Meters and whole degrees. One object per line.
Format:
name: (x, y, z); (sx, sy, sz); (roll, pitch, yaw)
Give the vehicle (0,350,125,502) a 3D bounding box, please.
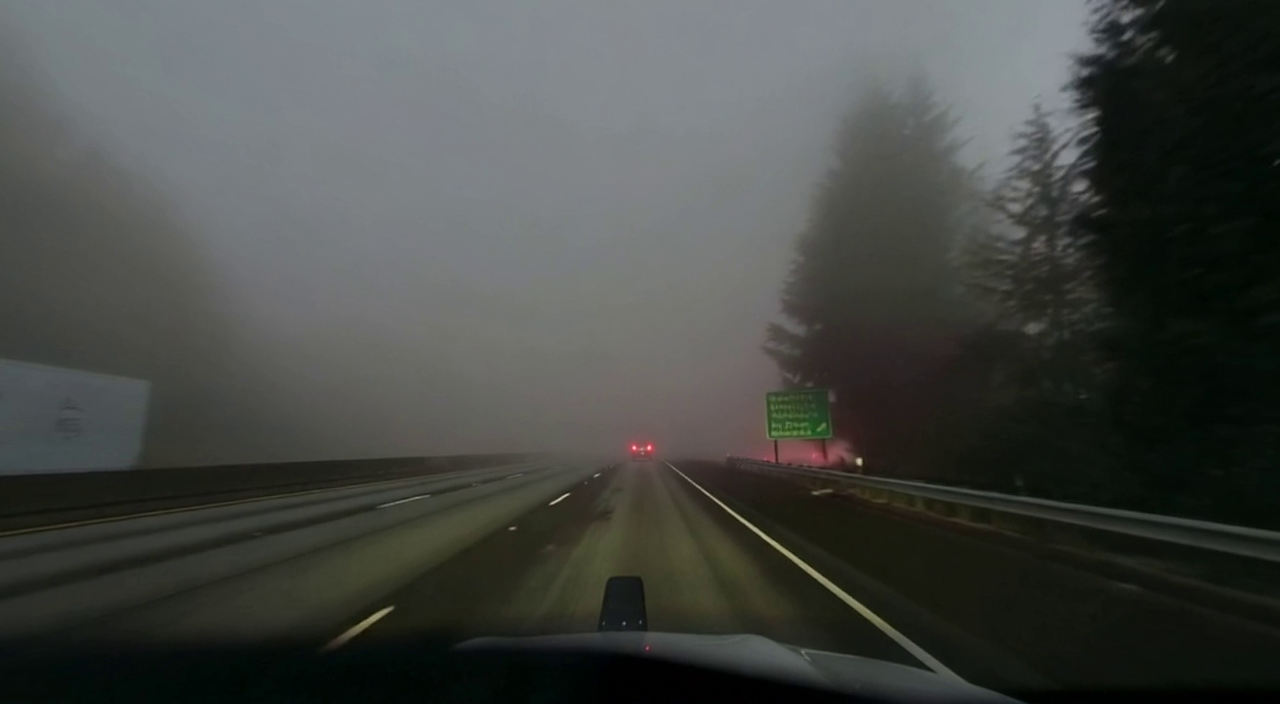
vehicle: (-17.644, 1.122, 10.857); (2.986, 3.793, 17.217); (0, -8, 0)
